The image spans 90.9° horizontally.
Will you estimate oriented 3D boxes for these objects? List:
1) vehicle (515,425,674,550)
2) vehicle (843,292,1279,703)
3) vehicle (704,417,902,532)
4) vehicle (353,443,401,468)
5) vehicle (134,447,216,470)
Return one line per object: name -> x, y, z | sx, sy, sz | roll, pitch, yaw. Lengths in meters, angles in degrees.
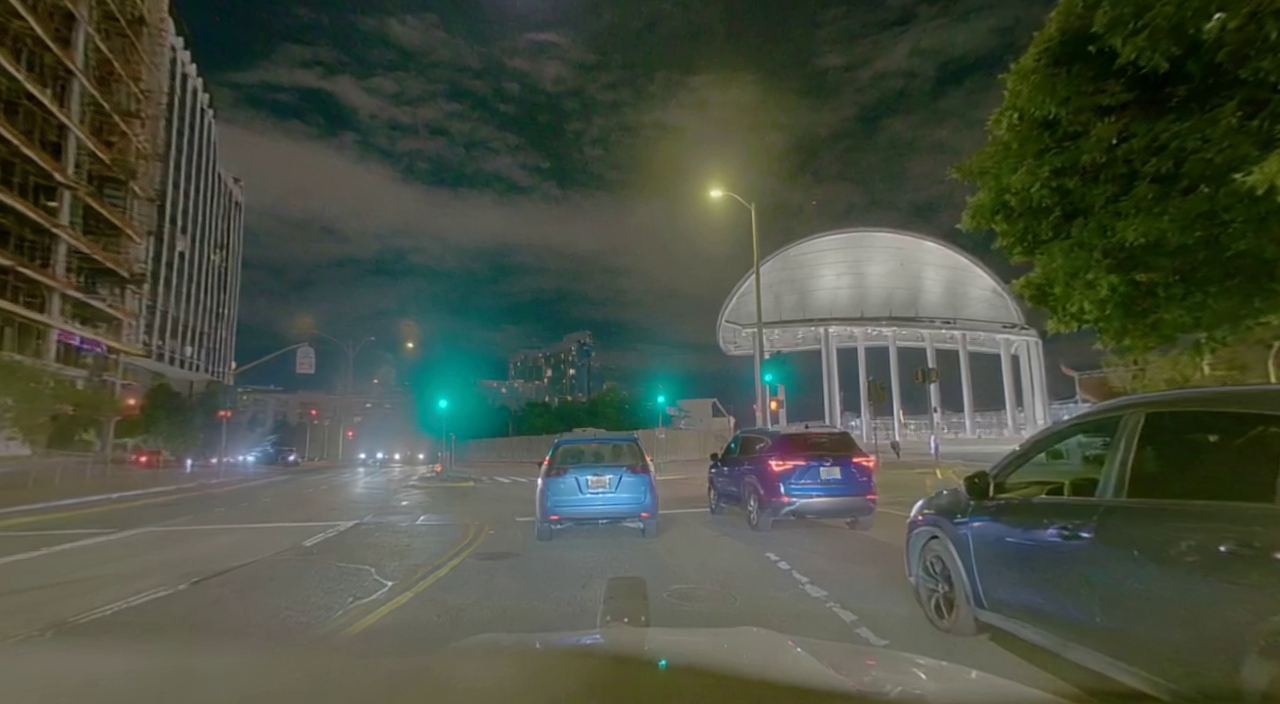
vehicle -> -0.876, 2.098, 10.471 | 2.132, 1.632, 3.889 | 1, -9, -8
vehicle -> 3.179, 0.910, 3.471 | 2.320, 1.772, 4.872 | 0, -9, -2
vehicle -> 2.717, 2.174, 11.806 | 2.103, 1.710, 4.396 | 1, -9, -7
vehicle -> -19.164, 7.528, 46.129 | 2.303, 1.692, 4.571 | 1, -9, -11
vehicle -> -33.074, 7.531, 44.823 | 4.653, 1.459, 2.228 | -1, -8, 17
